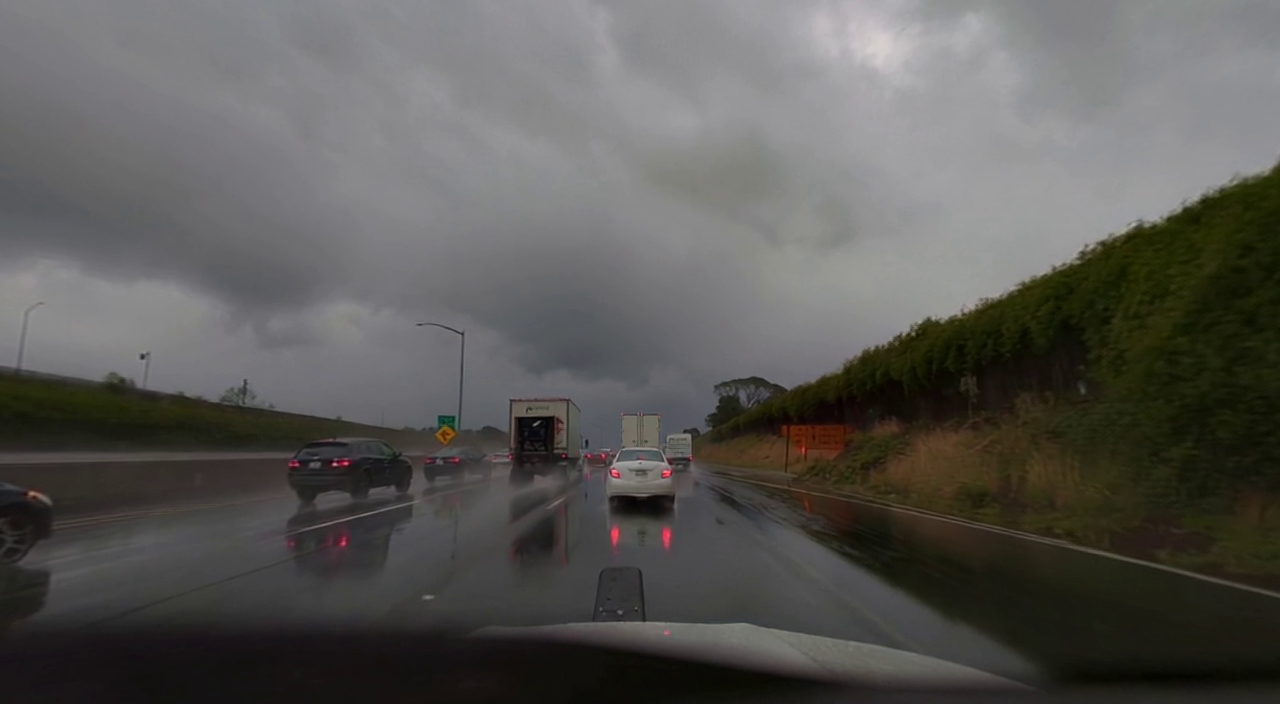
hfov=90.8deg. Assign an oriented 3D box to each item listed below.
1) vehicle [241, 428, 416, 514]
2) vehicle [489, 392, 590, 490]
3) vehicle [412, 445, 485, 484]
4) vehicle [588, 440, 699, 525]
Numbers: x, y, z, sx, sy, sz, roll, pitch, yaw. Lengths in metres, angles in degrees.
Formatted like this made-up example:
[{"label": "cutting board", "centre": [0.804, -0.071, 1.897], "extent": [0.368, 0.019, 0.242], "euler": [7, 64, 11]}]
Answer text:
[{"label": "vehicle", "centre": [-7.256, 2.810, 15.332], "extent": [1.952, 1.746, 4.332], "euler": [-1, -9, 1]}, {"label": "vehicle", "centre": [-3.755, 3.606, 25.419], "extent": [2.812, 3.342, 7.248], "euler": [0, -9, 0]}, {"label": "vehicle", "centre": [-8.021, 4.728, 26.826], "extent": [1.880, 1.512, 3.758], "euler": [-1, -9, 1]}, {"label": "vehicle", "centre": [0.051, 2.631, 13.141], "extent": [1.995, 1.495, 3.380], "euler": [0, -9, 0]}]
